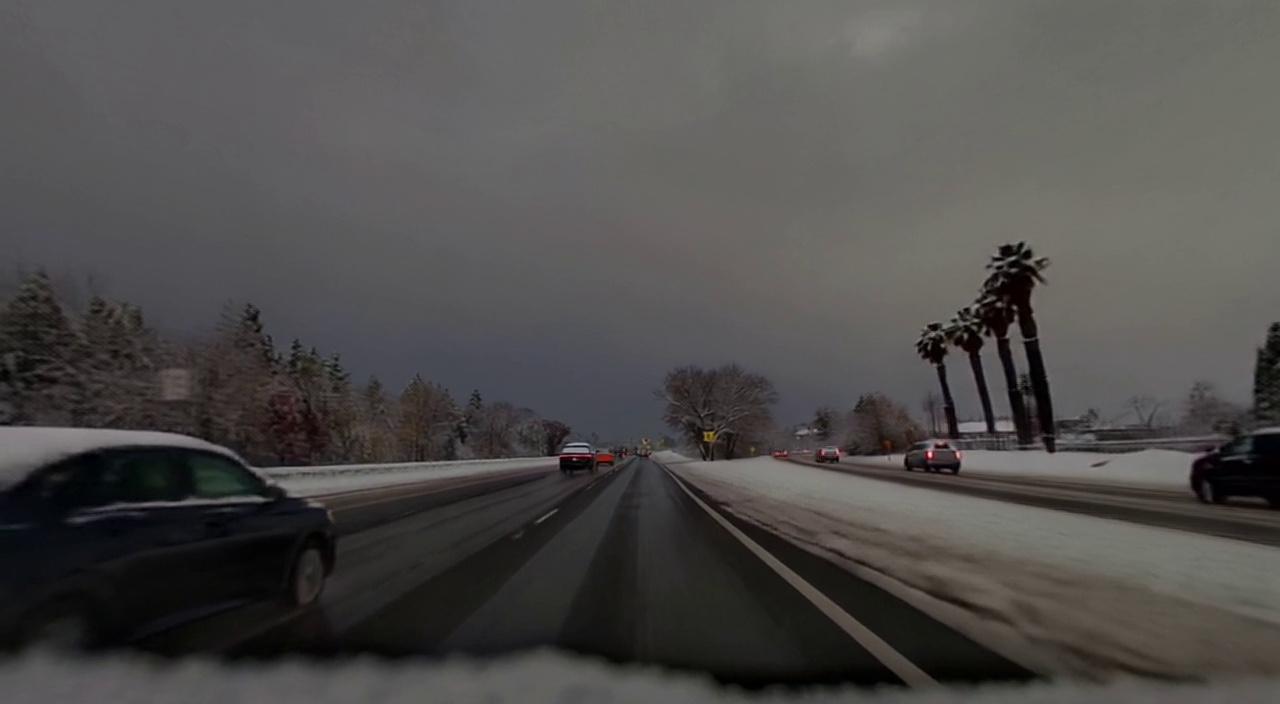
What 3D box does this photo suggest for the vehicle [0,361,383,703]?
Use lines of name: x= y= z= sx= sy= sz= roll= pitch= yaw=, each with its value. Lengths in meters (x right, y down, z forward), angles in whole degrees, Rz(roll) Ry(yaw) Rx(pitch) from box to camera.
vehicle: x=-3.939 y=1.176 z=4.454 sx=2.162 sy=1.747 sz=4.791 roll=0 pitch=-9 yaw=1

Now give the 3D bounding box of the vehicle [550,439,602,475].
vehicle: x=-3.676 y=6.208 z=37.328 sx=2.420 sy=1.937 sz=5.916 roll=0 pitch=-9 yaw=0

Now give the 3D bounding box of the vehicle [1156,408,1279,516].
vehicle: x=13.930 y=2.248 z=12.938 sx=2.330 sy=2.132 sz=5.338 roll=-1 pitch=-9 yaw=5

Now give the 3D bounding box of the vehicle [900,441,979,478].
vehicle: x=15.563 y=5.582 z=33.030 sx=1.991 sy=1.755 sz=4.836 roll=-1 pitch=-9 yaw=4
